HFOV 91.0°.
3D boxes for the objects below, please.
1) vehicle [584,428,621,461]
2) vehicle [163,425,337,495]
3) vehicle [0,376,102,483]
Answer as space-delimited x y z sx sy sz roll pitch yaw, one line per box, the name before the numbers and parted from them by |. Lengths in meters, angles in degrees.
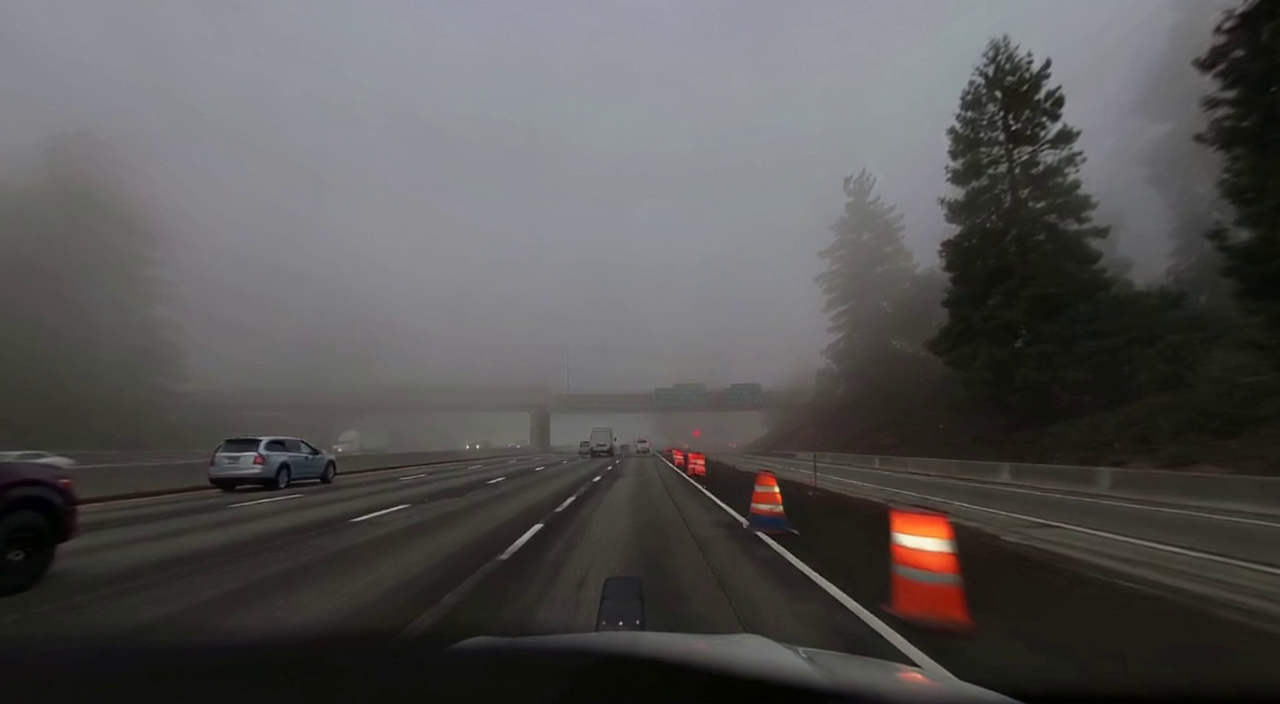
vehicle | -2.756 7.099 48.329 2.403 2.369 5.829 0 -8 1
vehicle | -10.453 2.919 17.367 1.964 1.662 4.367 0 -8 0
vehicle | -25.415 2.331 19.783 2.922 3.951 15.951 0 -8 0
